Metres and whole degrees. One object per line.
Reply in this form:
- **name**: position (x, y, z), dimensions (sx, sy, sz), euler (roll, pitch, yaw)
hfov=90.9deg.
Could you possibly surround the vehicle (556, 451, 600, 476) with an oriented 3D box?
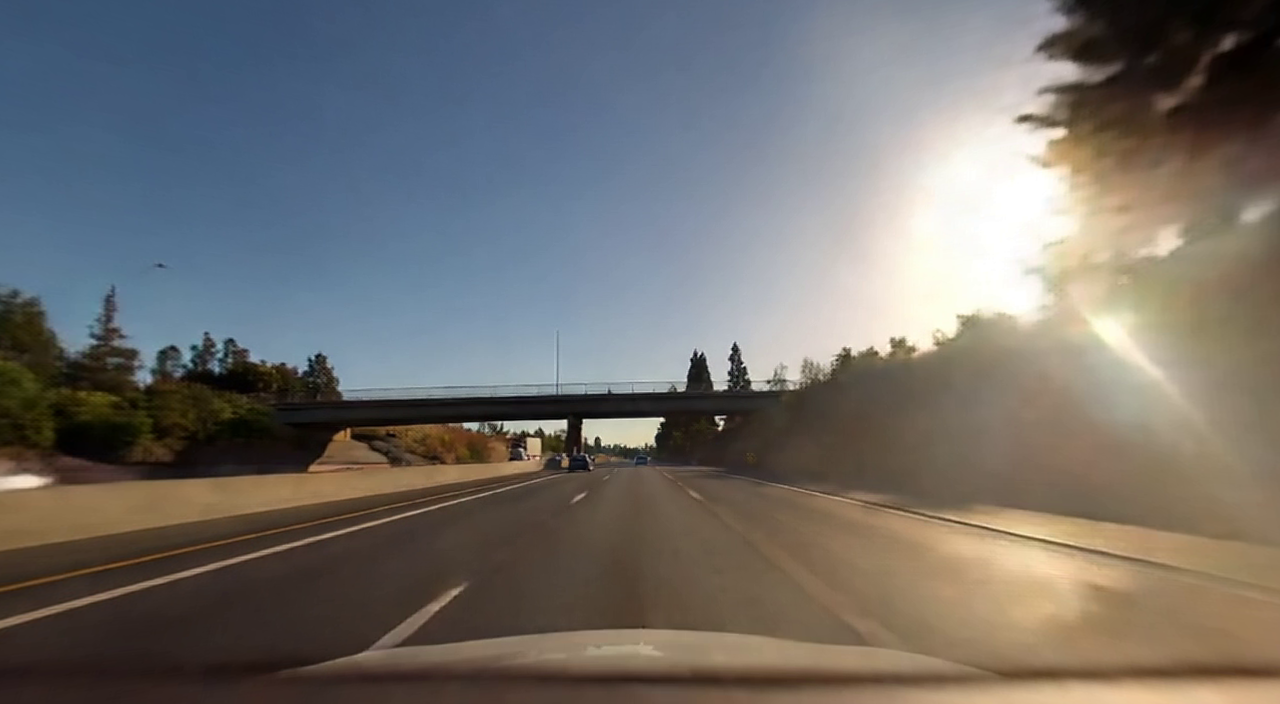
- **vehicle**: position (-3.813, 6.979, 39.663), dimensions (2.293, 1.462, 4.452), euler (0, -9, 0)
